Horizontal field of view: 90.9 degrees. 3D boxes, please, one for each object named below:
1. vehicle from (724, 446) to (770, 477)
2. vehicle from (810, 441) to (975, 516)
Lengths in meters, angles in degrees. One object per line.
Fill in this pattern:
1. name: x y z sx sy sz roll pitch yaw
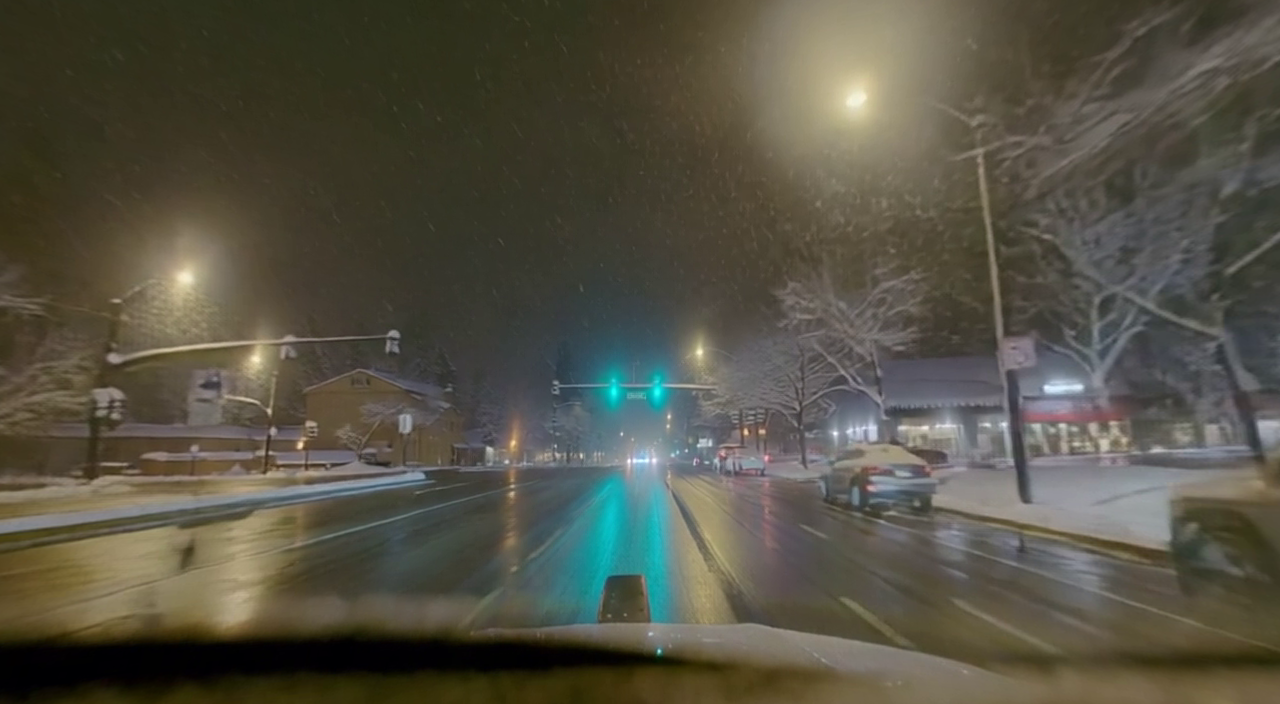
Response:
1. vehicle: 6.154 6.375 36.918 1.845 1.664 5.285 0 -9 1
2. vehicle: 5.954 3.038 15.650 2.057 1.541 4.735 0 -9 -1
